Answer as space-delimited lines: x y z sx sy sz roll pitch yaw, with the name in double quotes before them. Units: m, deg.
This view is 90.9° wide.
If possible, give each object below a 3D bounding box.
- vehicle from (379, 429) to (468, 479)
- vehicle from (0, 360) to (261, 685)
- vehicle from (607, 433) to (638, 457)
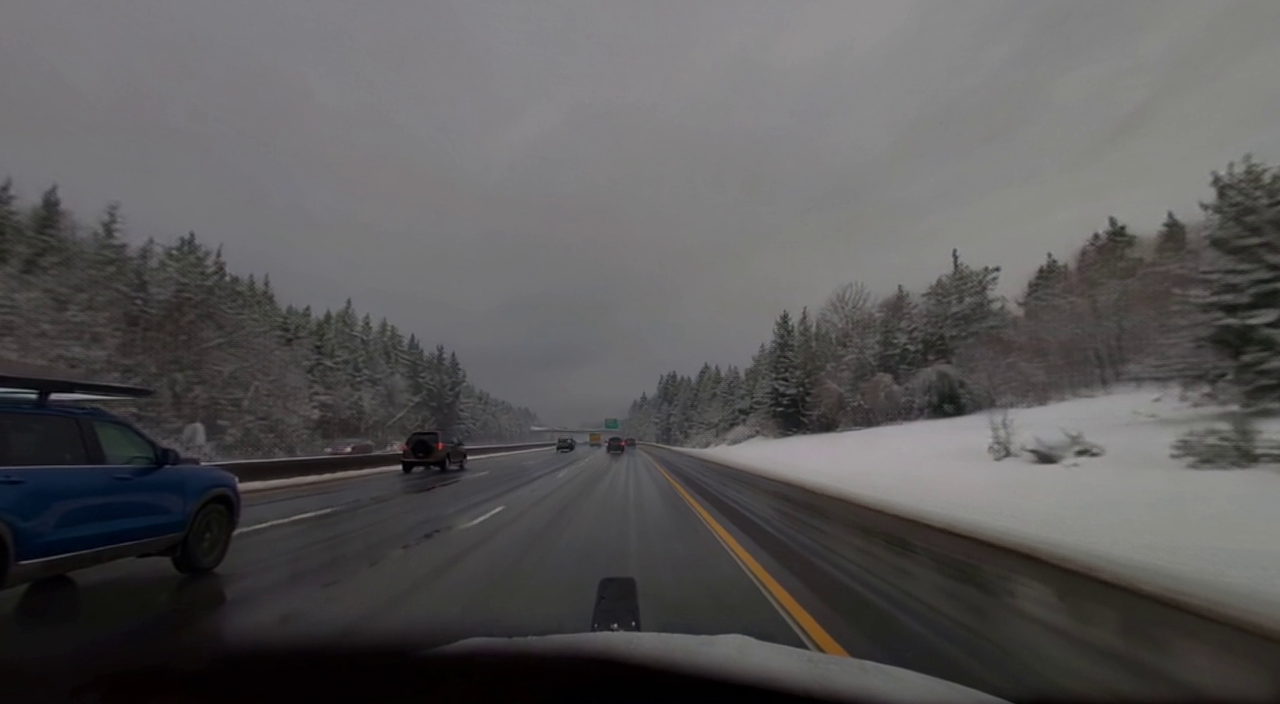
"vehicle" -8.240 3.897 24.446 1.964 1.745 4.338 0 -8 -1
"vehicle" -4.510 0.931 3.428 2.069 1.748 4.652 0 -8 -1
"vehicle" -1.240 6.705 45.560 2.178 1.658 3.916 0 -8 -1
